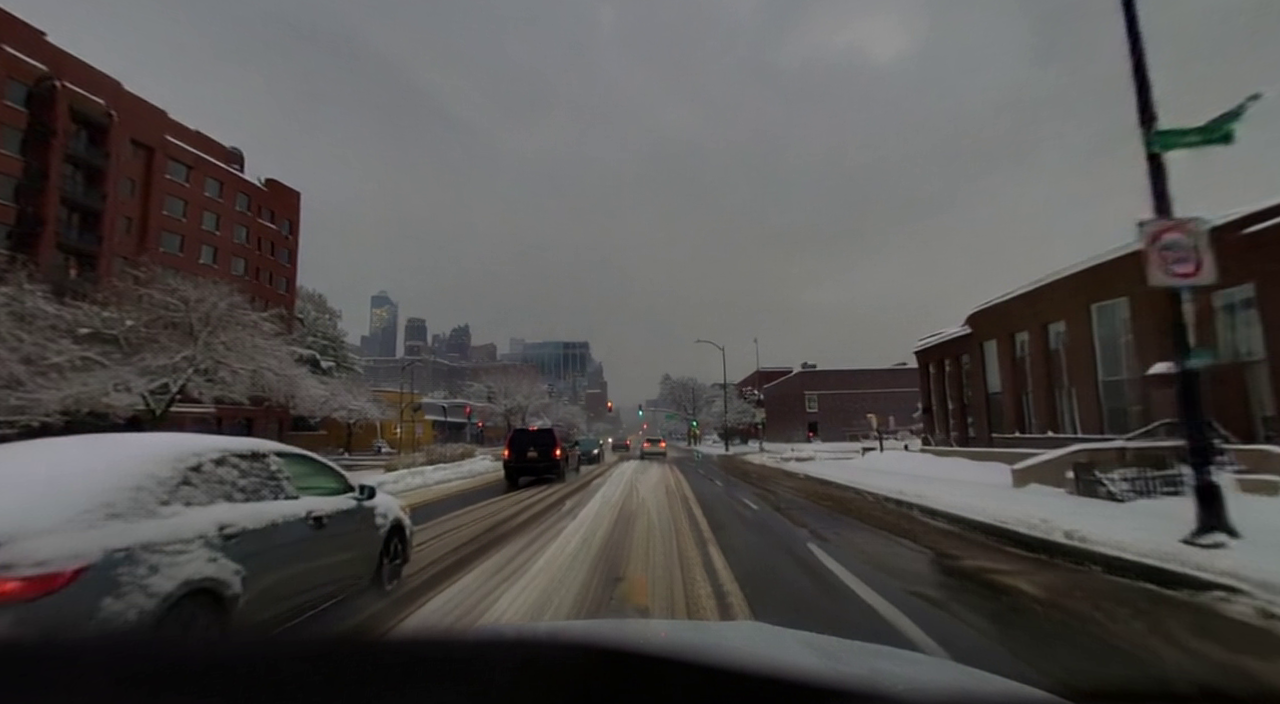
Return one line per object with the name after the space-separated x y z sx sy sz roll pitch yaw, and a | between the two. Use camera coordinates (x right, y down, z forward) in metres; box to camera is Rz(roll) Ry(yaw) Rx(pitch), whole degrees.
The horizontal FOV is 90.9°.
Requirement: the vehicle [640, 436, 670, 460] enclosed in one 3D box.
1.108 7.292 47.903 2.194 1.779 3.996 0 -9 1 | vehicle

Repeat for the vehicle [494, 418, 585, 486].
-3.167 3.312 20.972 2.152 1.987 4.527 0 -9 2 | vehicle

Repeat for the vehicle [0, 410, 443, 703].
-2.840 1.156 3.658 1.959 1.406 4.272 0 -9 1 | vehicle

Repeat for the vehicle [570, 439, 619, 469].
-2.384 5.467 33.984 2.246 1.481 4.146 0 -9 1 | vehicle
